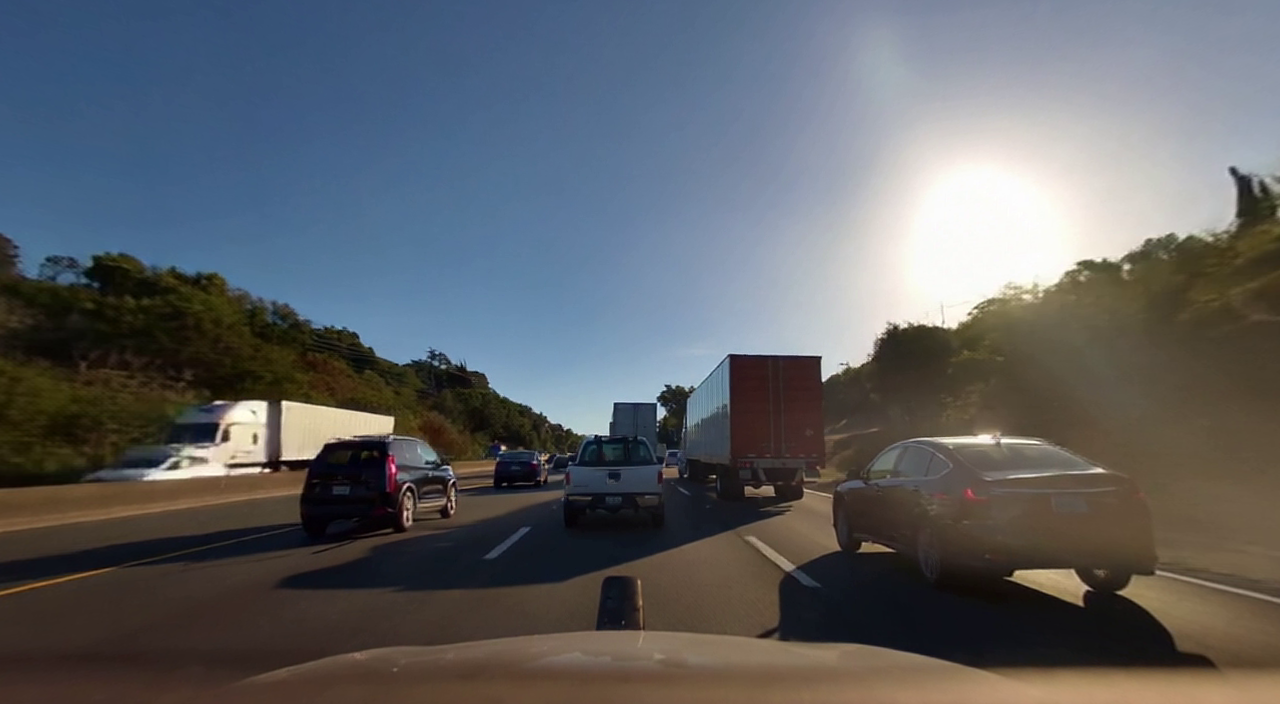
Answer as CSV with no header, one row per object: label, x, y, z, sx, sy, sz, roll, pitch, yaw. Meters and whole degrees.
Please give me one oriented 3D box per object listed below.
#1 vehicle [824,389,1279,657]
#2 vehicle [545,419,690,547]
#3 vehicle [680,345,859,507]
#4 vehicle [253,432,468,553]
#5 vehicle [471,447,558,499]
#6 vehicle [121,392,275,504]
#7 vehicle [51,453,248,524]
vehicle,3.693,1.485,6.560,2.076,1.751,4.666,0,-9,-1
vehicle,-0.327,2.192,11.105,2.037,1.792,4.194,0,-9,0
vehicle,3.769,3.041,23.781,3.186,4.111,15.553,0,-9,-1
vehicle,-4.327,2.219,10.544,1.789,1.620,3.841,0,-9,0
vehicle,-3.972,3.893,20.630,1.923,1.503,4.293,0,-9,0
vehicle,-16.856,3.700,24.428,2.741,3.929,4.071,0,-9,0
vehicle,-12.394,3.422,16.311,2.065,1.565,3.728,0,-9,0
